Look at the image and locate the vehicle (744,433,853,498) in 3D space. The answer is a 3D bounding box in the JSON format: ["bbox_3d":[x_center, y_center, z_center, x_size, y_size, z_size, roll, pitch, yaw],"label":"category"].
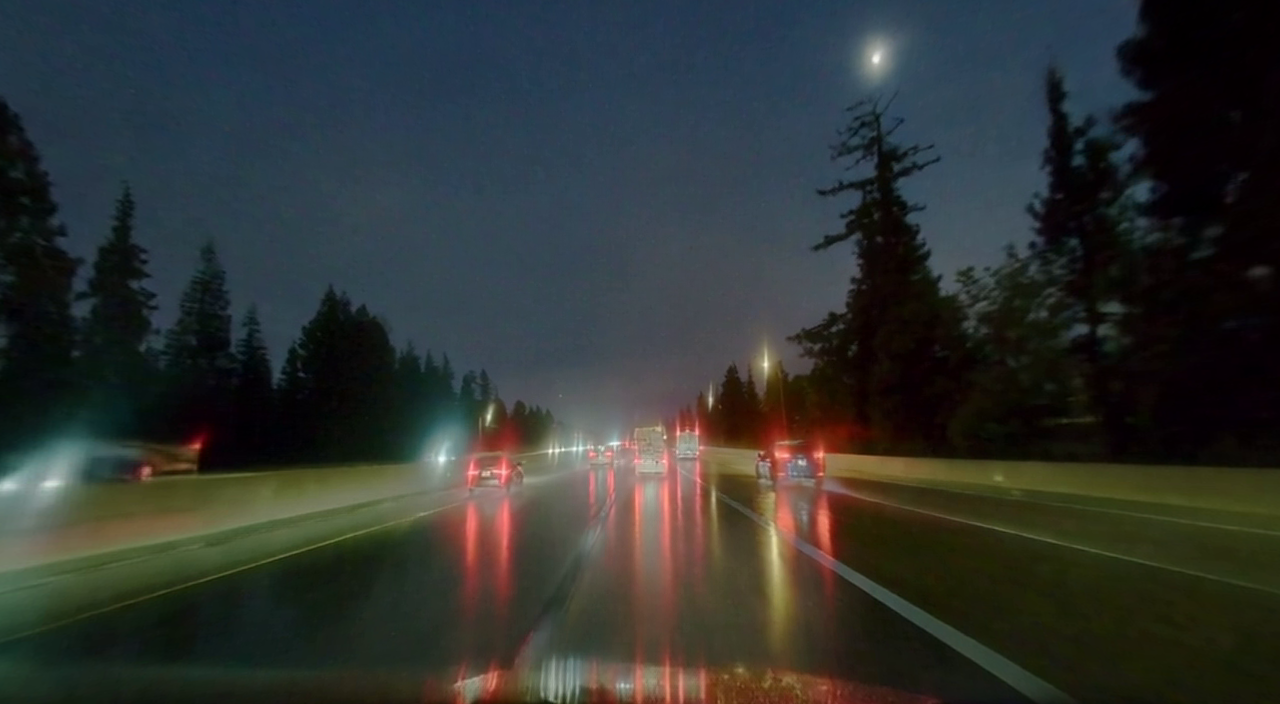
[{"bbox_3d":[4.397,3.229,18.166,2.018,1.639,4.149,0,-9,-1],"label":"vehicle"}]

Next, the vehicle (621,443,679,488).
[{"bbox_3d":[0.343,4.285,24.006,2.015,1.526,4.286,0,-9,0],"label":"vehicle"}]

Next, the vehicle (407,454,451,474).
[{"bbox_3d":[-16.343,8.670,48.669,1.912,1.478,4.106,-1,-9,1],"label":"vehicle"}]

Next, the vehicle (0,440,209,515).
[{"bbox_3d":[-16.077,3.740,19.220,2.126,1.959,4.926,0,-9,0],"label":"vehicle"}]

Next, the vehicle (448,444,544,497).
[{"bbox_3d":[-4.414,3.696,19.958,1.967,1.473,4.439,-1,-9,1],"label":"vehicle"}]

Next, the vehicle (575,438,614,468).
[{"bbox_3d":[-3.108,7.042,43.696,2.230,1.973,4.403,-1,-9,2],"label":"vehicle"}]
